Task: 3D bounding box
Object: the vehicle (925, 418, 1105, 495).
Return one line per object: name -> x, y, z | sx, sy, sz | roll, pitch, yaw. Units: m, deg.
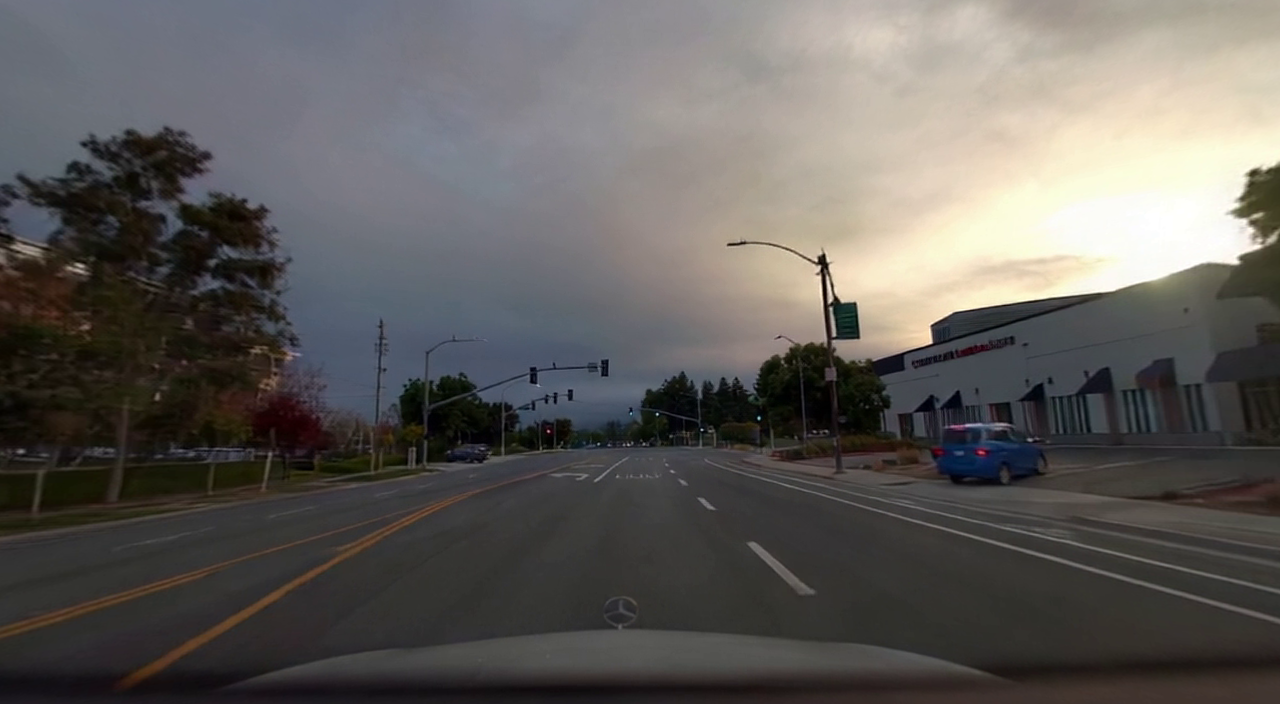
vehicle -> 10.210, 2.793, 17.097 | 4.635, 1.821, 2.087 | 5, -10, -30
